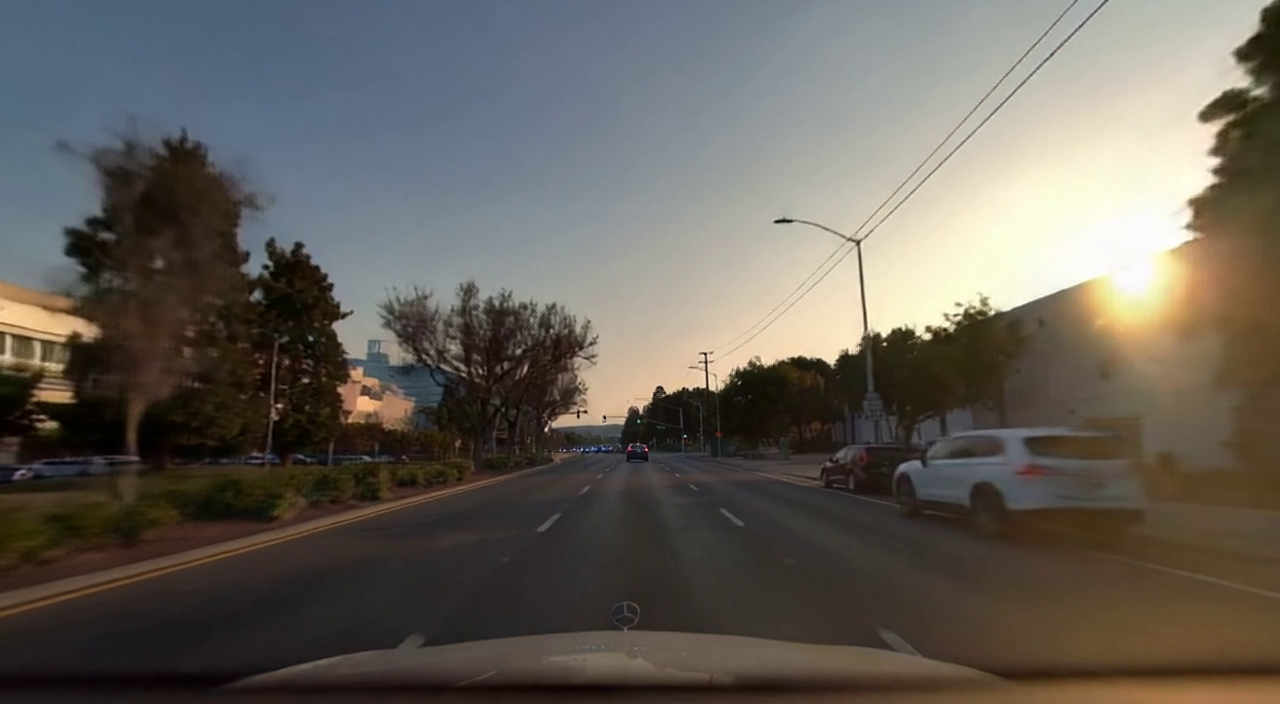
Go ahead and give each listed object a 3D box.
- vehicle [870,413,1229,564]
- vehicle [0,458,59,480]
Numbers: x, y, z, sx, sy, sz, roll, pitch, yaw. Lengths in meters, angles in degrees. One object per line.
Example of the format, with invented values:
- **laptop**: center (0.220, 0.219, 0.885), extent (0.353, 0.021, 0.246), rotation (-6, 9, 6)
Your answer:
- **vehicle**: center (5.877, 2.023, 10.181), extent (2.295, 1.804, 4.971), rotation (0, -9, -2)
- **vehicle**: center (-45.054, 8.619, 46.658), extent (1.898, 1.449, 4.524), rotation (4, -10, -27)
